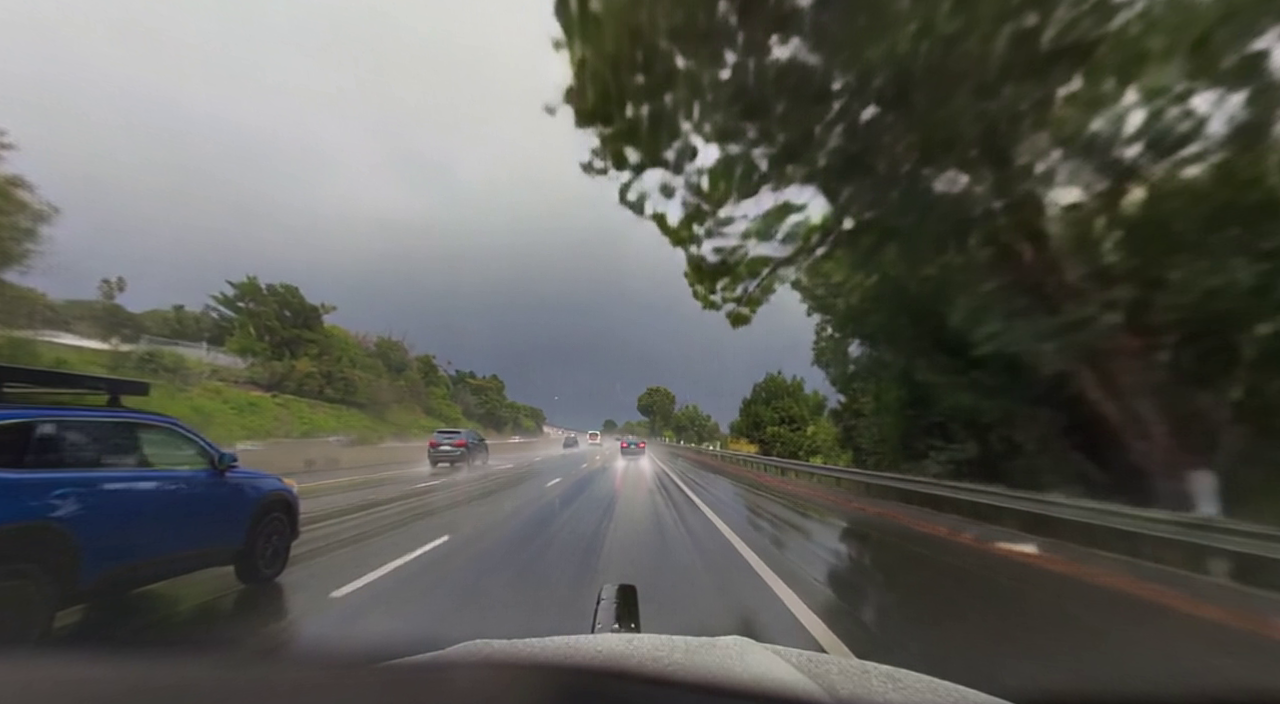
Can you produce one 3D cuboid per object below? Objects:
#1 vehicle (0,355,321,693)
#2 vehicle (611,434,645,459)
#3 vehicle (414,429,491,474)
[{"bbox_3d":[-4.393,1.033,4.271,2.069,1.748,4.652,0,-8,-1],"label":"vehicle"},{"bbox_3d":[-0.805,6.460,43.239,2.178,1.658,3.916,0,-8,-1],"label":"vehicle"},{"bbox_3d":[-7.939,4.227,27.140,1.964,1.745,4.338,0,-8,0],"label":"vehicle"}]
